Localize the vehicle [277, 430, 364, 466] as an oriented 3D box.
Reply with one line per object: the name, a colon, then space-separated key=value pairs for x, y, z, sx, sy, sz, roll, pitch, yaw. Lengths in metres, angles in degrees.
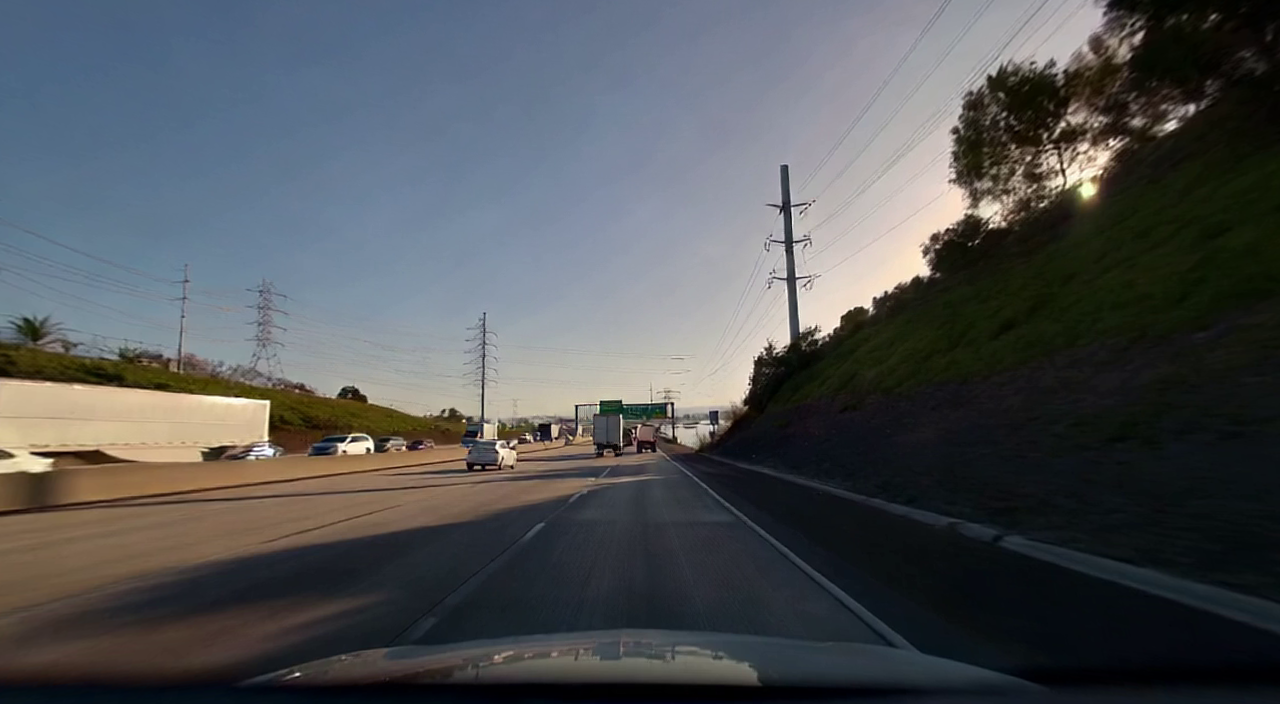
vehicle: x=-16.625 y=5.045 z=33.145 sx=2.021 sy=1.744 sz=4.750 roll=0 pitch=-8 yaw=0

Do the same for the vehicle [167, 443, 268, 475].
vehicle: x=-20.991 y=5.306 z=31.577 sx=1.909 sy=1.460 sz=4.467 roll=0 pitch=-8 yaw=0

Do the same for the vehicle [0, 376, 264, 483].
vehicle: x=-24.717 y=4.046 z=31.852 sx=2.902 sy=4.196 sz=13.673 roll=0 pitch=-8 yaw=0

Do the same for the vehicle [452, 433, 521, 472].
vehicle: x=-7.491 y=4.954 z=31.336 sx=2.192 sy=1.762 sz=4.559 roll=0 pitch=-8 yaw=1
